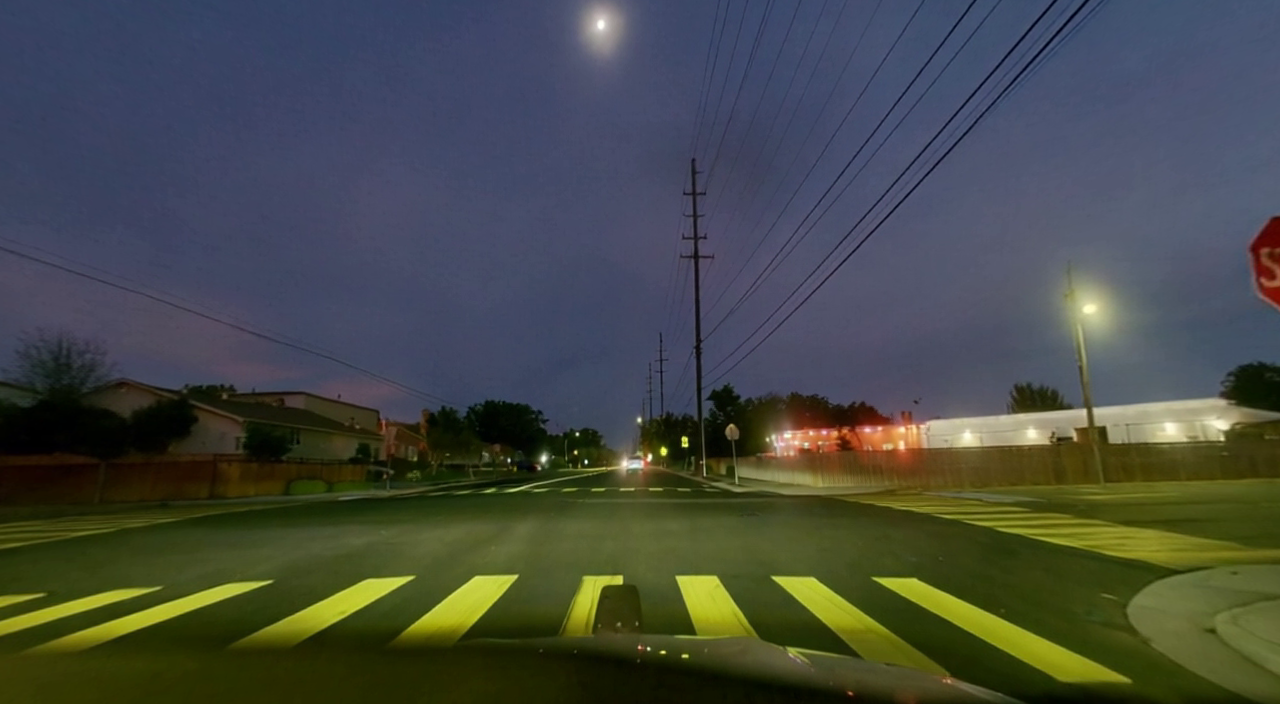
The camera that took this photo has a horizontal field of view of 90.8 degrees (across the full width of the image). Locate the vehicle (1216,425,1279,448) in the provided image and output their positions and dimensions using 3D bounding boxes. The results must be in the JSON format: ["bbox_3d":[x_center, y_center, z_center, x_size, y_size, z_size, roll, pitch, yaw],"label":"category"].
[{"bbox_3d":[44.609,6.017,45.007,2.251,1.596,5.193,0,-8,0],"label":"vehicle"}]
